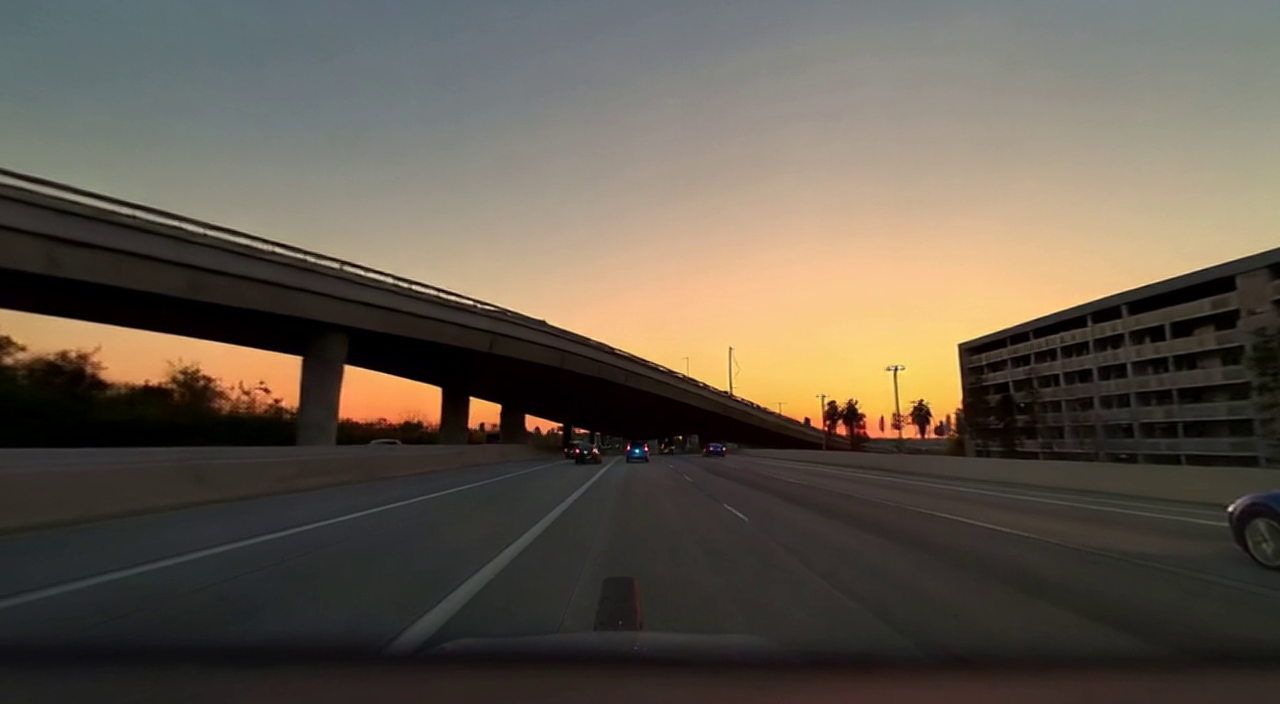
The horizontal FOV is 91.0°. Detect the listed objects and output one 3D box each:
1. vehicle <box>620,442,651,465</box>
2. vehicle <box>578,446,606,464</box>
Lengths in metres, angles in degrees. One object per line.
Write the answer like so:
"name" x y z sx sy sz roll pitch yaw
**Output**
"vehicle" -0.285 6.907 43.001 2.036 1.542 3.891 0 -8 0
"vehicle" -3.710 8.048 49.380 1.825 1.347 3.773 0 -8 1
